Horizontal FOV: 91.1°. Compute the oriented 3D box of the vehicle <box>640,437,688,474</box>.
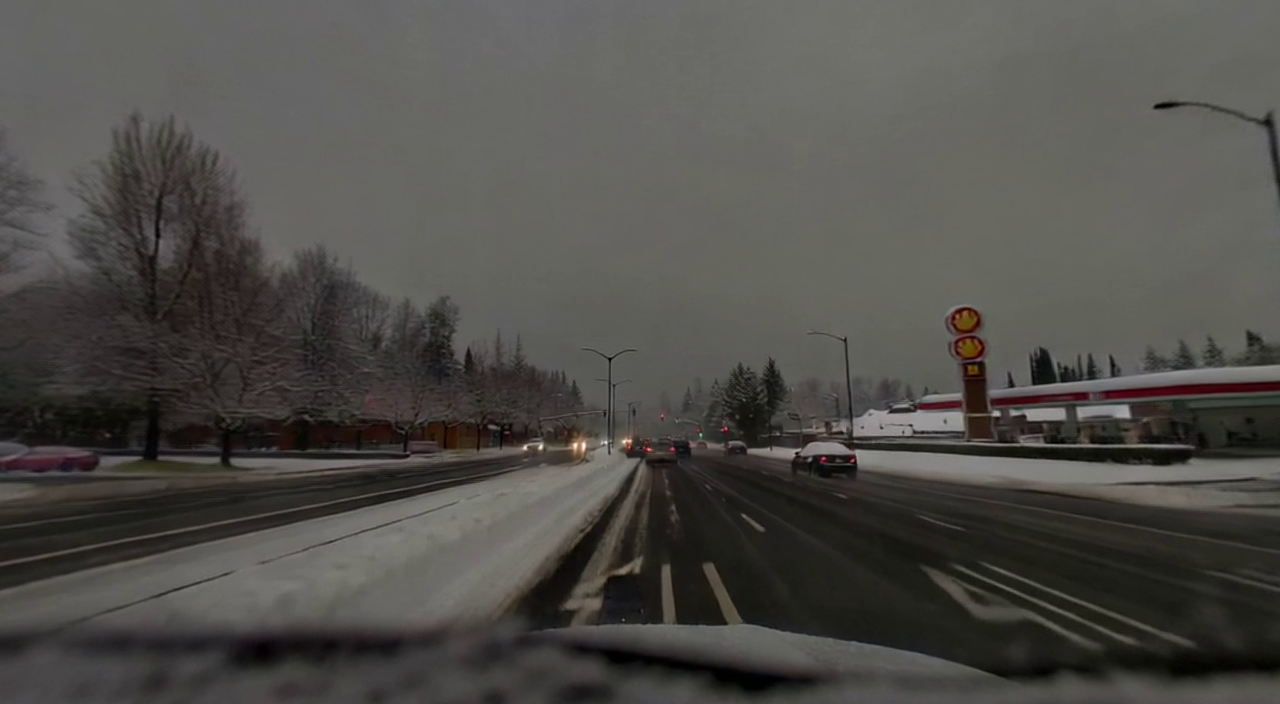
[{"bbox_3d":[0.993,4.523,27.761,1.971,1.479,4.493,0,-8,0],"label":"vehicle"}]

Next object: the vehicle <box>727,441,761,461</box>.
[{"bbox_3d":[7.953,7.596,48.361,1.930,1.479,4.477,0,-8,0],"label":"vehicle"}]

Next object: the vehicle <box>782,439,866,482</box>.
[{"bbox_3d":[6.940,4.115,24.182,1.918,1.484,4.456,0,-8,0],"label":"vehicle"}]

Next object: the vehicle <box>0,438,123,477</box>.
[{"bbox_3d":[-29.163,5.203,31.360,2.011,1.762,5.267,0,-8,3],"label":"vehicle"}]
